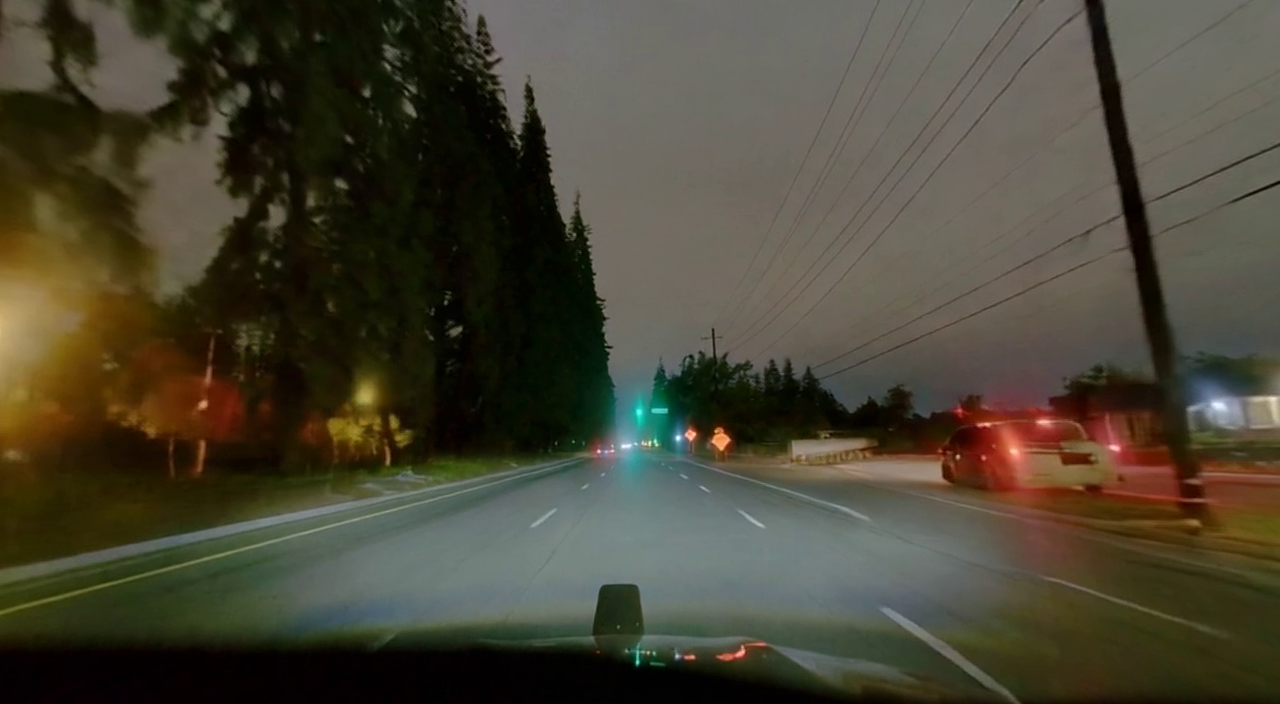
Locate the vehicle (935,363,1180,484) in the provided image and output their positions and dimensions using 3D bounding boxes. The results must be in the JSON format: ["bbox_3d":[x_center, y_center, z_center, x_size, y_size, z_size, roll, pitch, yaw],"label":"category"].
[{"bbox_3d":[14.749,2.816,23.746,2.889,3.610,9.347,-1,-8,1],"label":"vehicle"}]
